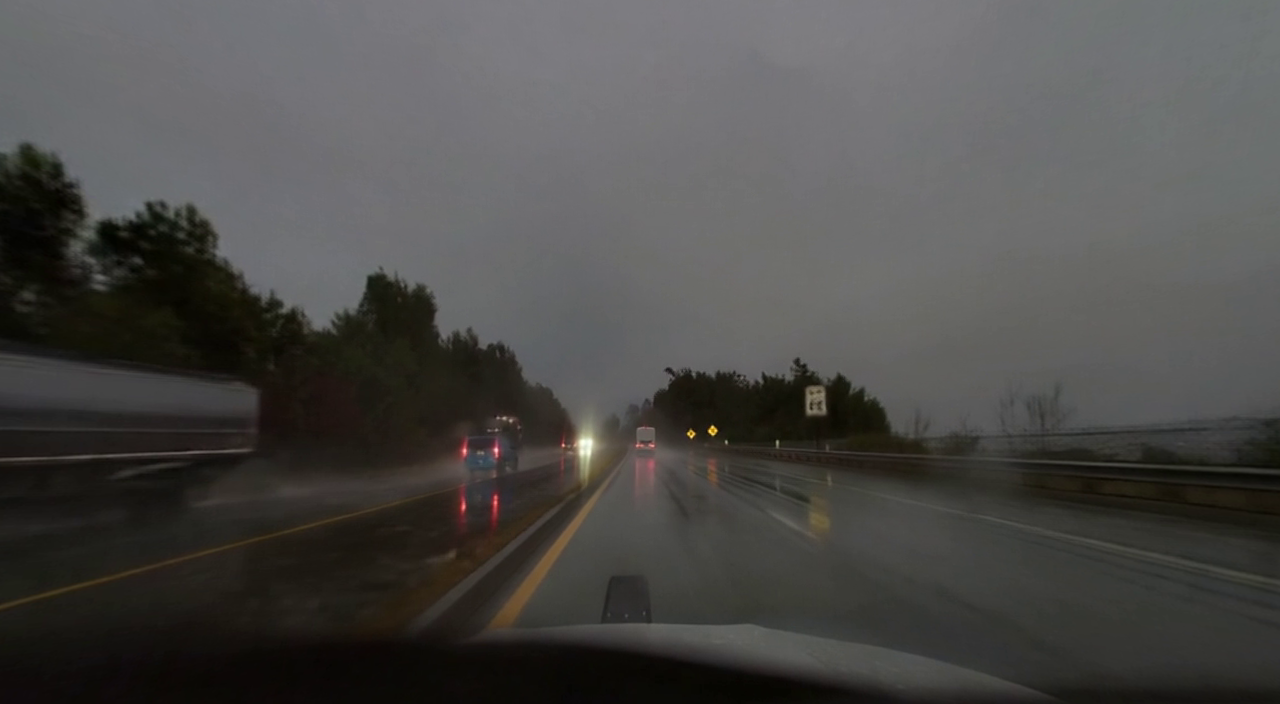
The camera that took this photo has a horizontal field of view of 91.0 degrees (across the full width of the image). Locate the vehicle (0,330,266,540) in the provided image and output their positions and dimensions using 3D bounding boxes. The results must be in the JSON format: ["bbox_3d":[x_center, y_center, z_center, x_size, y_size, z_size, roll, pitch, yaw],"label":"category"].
[{"bbox_3d":[-14.373,1.863,13.987,3.456,4.099,14.212,0,-8,0],"label":"vehicle"}]

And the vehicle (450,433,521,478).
[{"bbox_3d":[-7.070,4.783,29.285,2.068,1.897,4.372,0,-8,1],"label":"vehicle"}]
